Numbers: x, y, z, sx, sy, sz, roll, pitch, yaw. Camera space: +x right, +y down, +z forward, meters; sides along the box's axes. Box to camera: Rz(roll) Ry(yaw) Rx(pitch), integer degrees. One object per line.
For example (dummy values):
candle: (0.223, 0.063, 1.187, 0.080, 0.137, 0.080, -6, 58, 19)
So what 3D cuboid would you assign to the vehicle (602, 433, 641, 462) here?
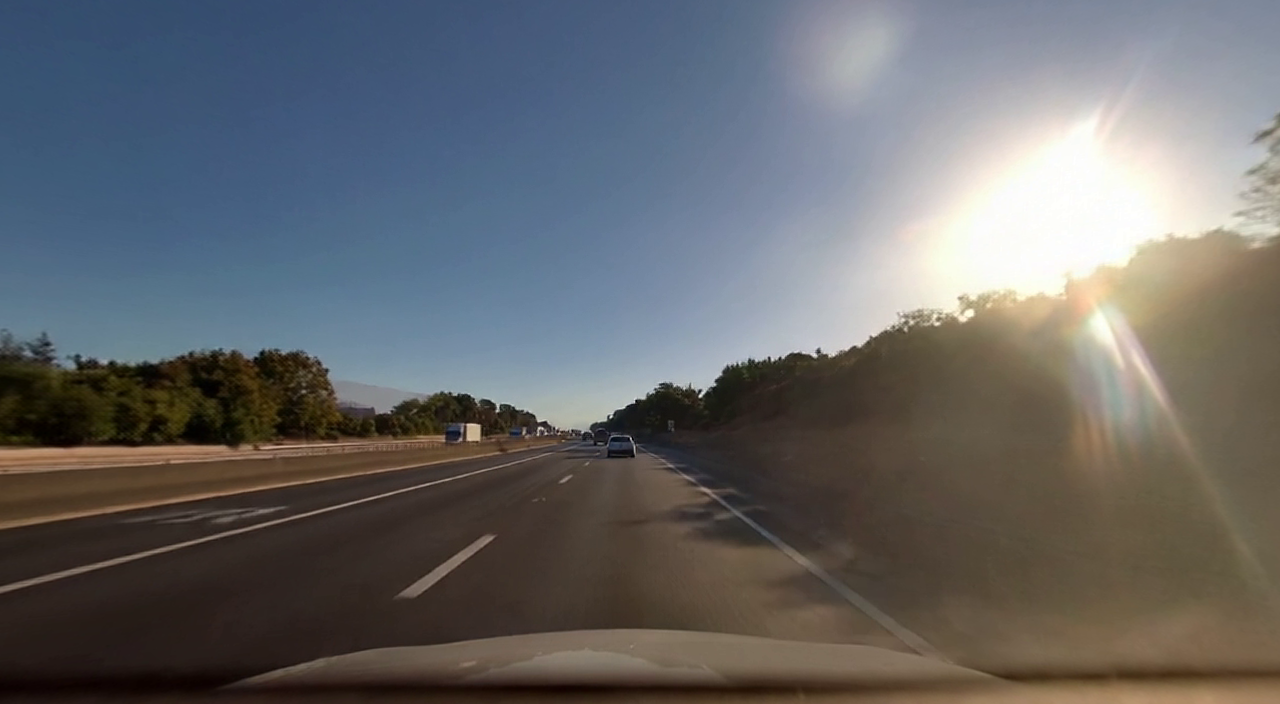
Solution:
vehicle: (-1.008, 5.155, 34.147, 1.948, 1.470, 3.913, 0, -8, -2)
